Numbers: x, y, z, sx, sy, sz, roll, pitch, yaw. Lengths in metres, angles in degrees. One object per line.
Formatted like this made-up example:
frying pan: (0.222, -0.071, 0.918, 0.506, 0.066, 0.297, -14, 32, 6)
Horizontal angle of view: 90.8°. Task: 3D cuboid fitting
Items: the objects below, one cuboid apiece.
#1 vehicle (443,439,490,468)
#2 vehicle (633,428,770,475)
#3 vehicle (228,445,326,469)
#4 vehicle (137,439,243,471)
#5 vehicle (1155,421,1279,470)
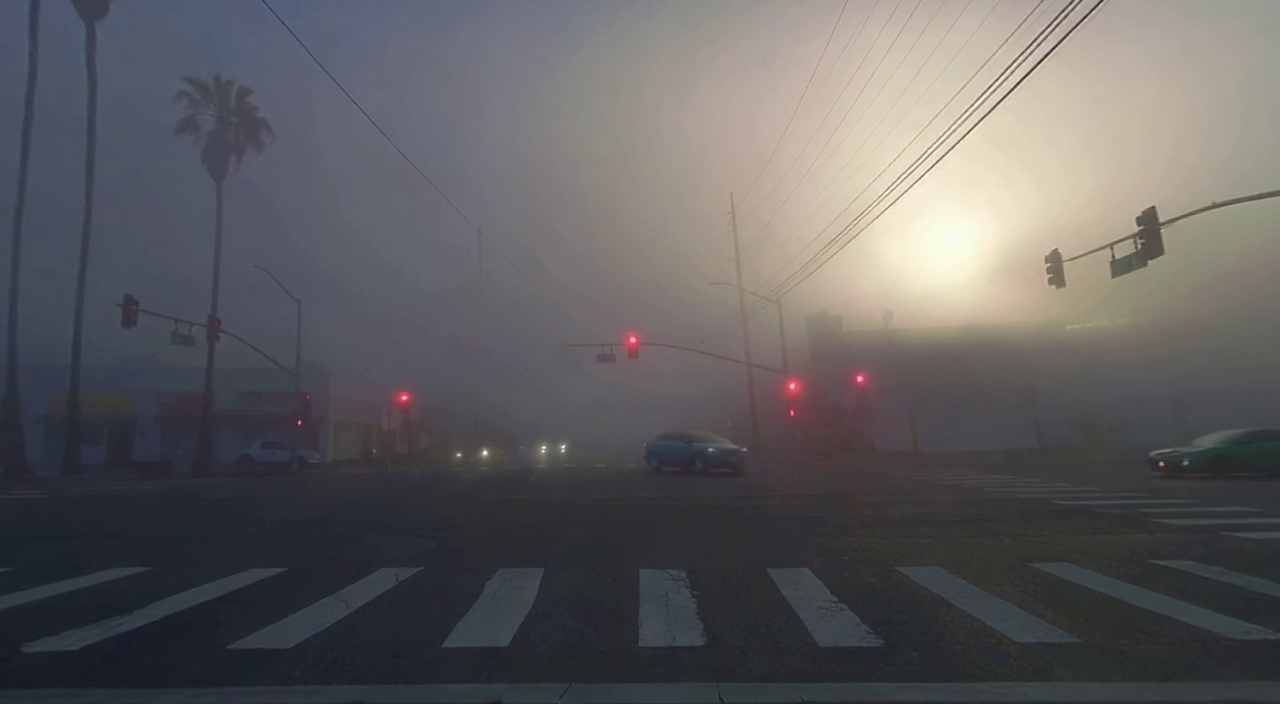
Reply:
vehicle: (-11.936, 6.998, 43.749, 2.016, 1.717, 4.287, -1, -6, 1)
vehicle: (2.043, 3.557, 22.785, 2.223, 1.490, 5.094, 5, -10, -32)
vehicle: (-22.276, 6.433, 38.857, 4.849, 1.444, 1.881, 0, -8, 1)
vehicle: (-25.889, 5.931, 36.469, 4.613, 1.820, 2.021, -1, -9, 3)
vehicle: (20.035, 3.007, 20.356, 4.918, 1.479, 1.897, -1, -9, 9)
